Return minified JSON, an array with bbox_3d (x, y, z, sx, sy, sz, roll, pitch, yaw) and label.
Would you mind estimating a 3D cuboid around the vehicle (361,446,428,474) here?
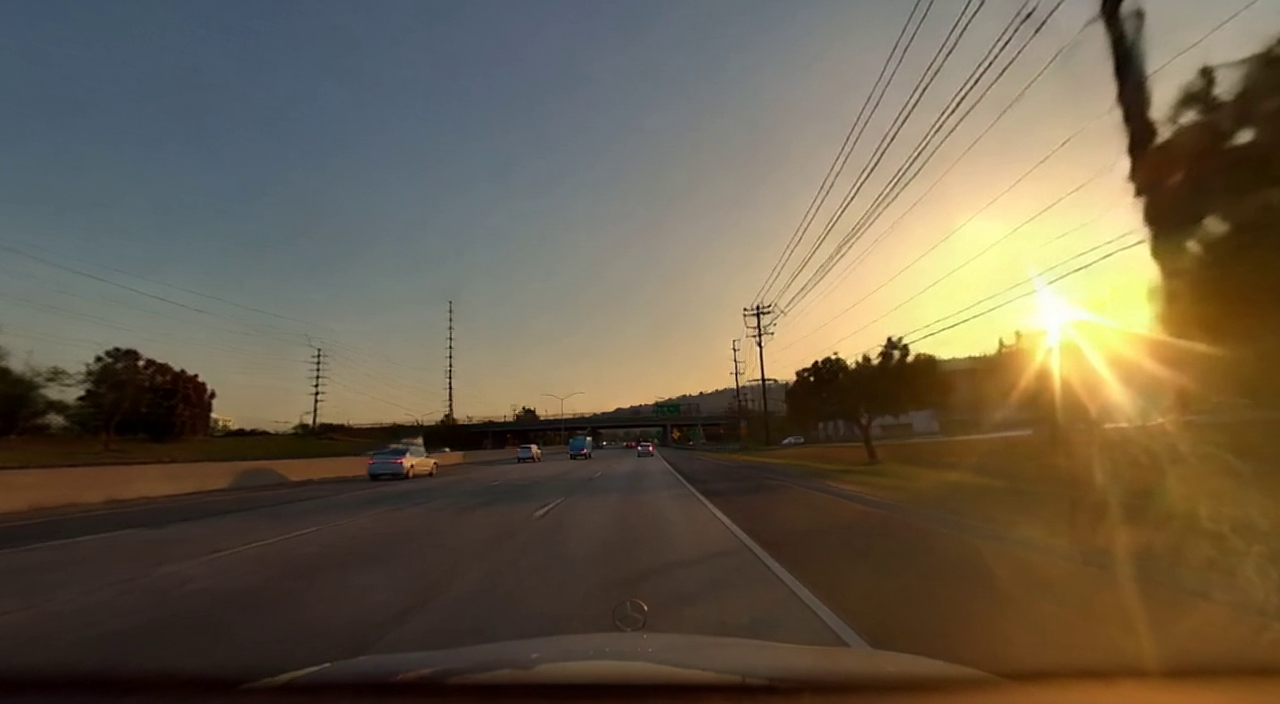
[{"bbox_3d":[-14.057,6.217,36.440,1.988,1.477,4.442,0,-8,1],"label":"vehicle"}]
